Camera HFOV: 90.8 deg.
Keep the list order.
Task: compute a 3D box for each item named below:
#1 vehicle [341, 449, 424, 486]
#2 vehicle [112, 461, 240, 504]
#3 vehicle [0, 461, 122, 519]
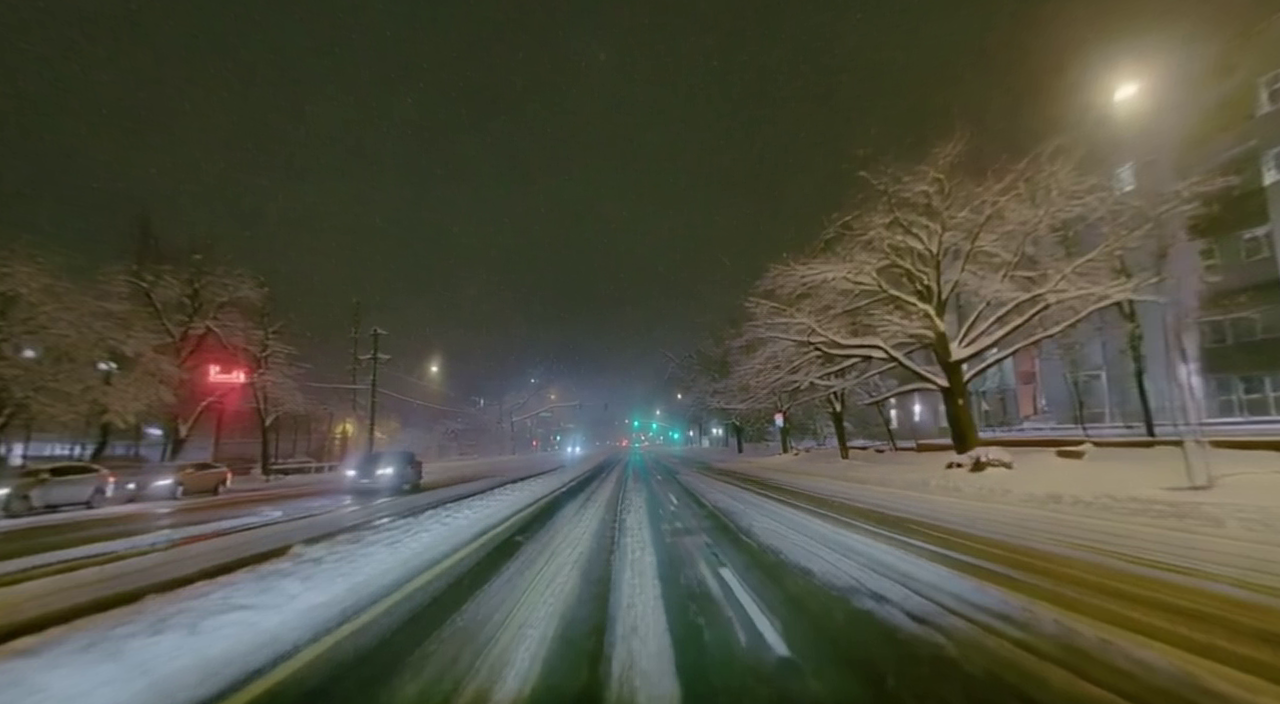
[{"bbox_3d":[-11.948,5.363,29.694,1.918,1.546,4.683,0,-8,0],"label":"vehicle"},{"bbox_3d":[-19.955,5.607,27.543,1.870,1.486,5.031,-1,-8,-1],"label":"vehicle"},{"bbox_3d":[-19.938,4.514,21.075,1.815,1.629,4.123,0,-8,-1],"label":"vehicle"}]
